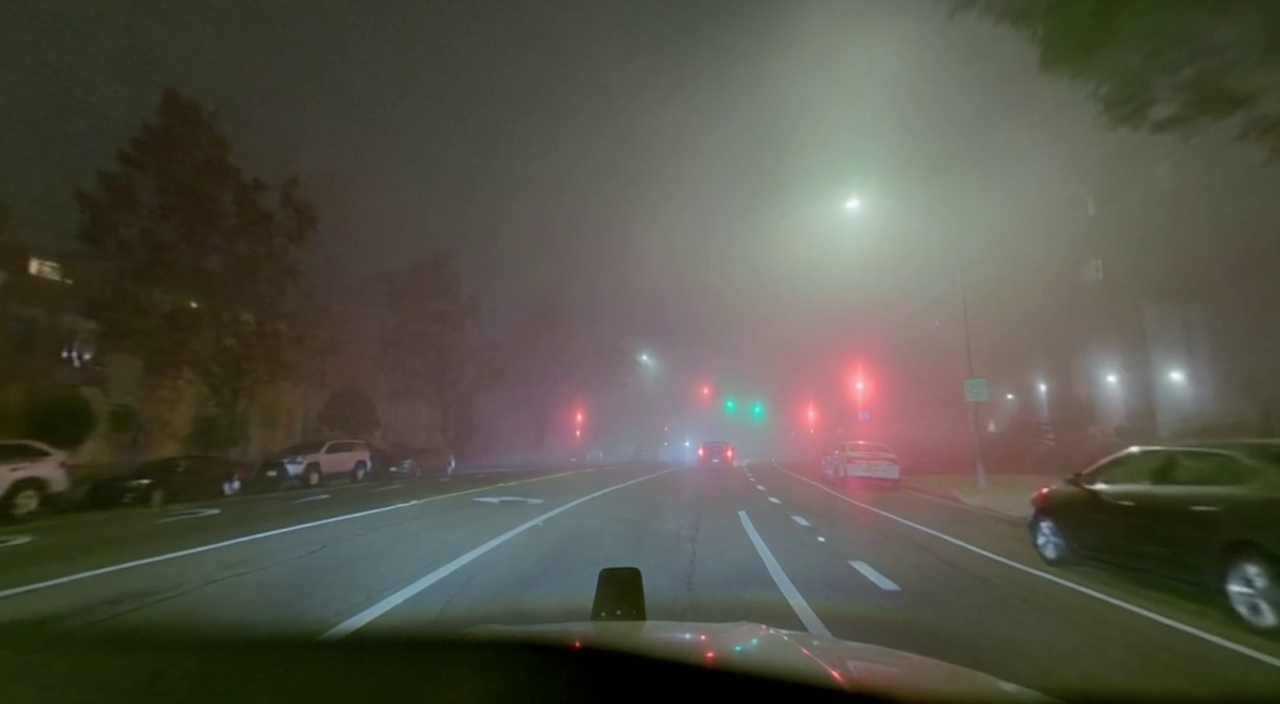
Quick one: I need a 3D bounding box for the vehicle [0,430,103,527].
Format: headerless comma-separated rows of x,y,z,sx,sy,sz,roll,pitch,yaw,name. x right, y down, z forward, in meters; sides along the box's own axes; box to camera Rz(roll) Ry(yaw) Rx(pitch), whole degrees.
-12.683,2.247,11.115,1.977,1.761,4.990,0,-8,1,vehicle

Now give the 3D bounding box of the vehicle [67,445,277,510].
-12.142,3.243,16.875,1.809,1.469,4.485,-1,-8,7,vehicle

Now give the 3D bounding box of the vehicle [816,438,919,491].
7.234,3.595,20.686,2.104,1.489,4.962,-1,-8,7,vehicle

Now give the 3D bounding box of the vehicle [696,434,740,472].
3.878,4.872,30.739,1.852,1.680,4.488,-2,-9,10,vehicle

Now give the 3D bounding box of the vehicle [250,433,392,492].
-11.196,3.891,22.702,2.115,1.853,4.745,-1,-8,8,vehicle

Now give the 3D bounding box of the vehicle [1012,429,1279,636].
5.594,1.447,5.575,1.957,1.461,4.547,0,-8,2,vehicle

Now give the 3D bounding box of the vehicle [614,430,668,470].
0.148,4.830,31.289,1.877,1.827,4.298,-2,-9,11,vehicle

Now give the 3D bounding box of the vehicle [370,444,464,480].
-9.967,4.949,28.686,1.782,1.472,4.744,-2,-9,11,vehicle
